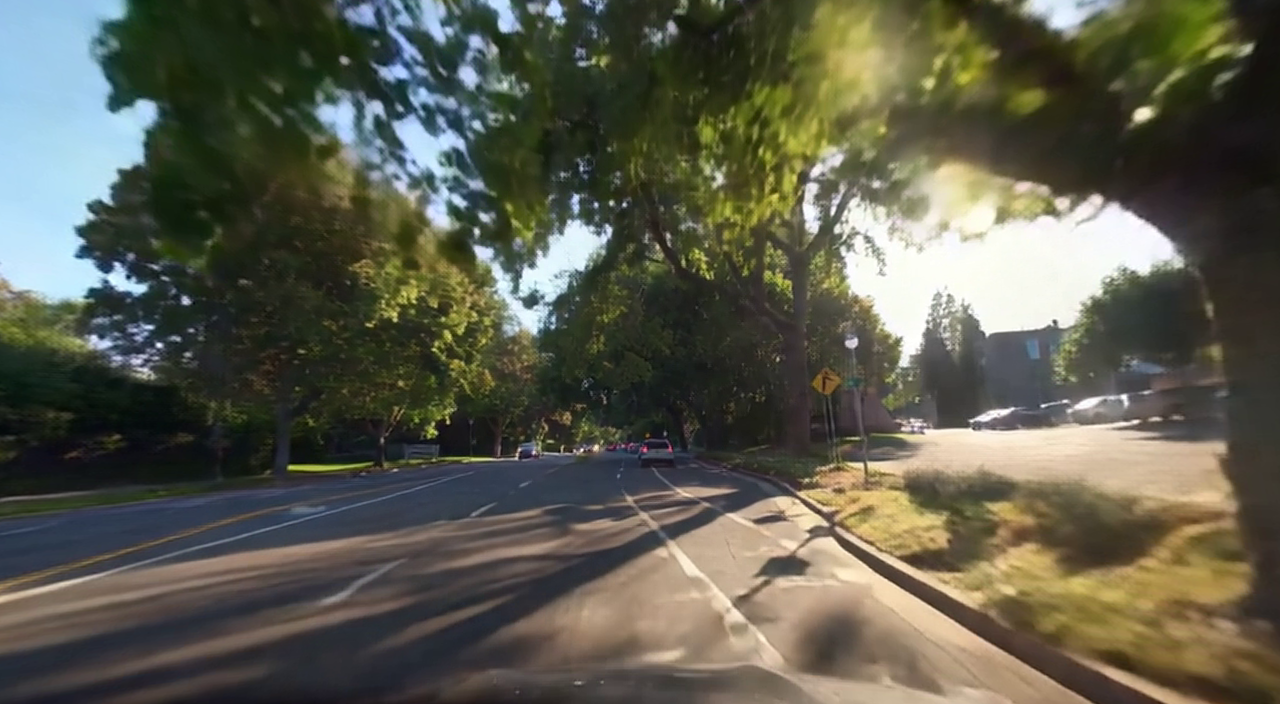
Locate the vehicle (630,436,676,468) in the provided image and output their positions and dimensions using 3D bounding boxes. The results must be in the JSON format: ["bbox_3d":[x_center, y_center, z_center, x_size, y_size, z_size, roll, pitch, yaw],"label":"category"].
[{"bbox_3d":[0.646,4.866,31.132,2.111,1.466,4.223,0,-7,1],"label":"vehicle"}]
